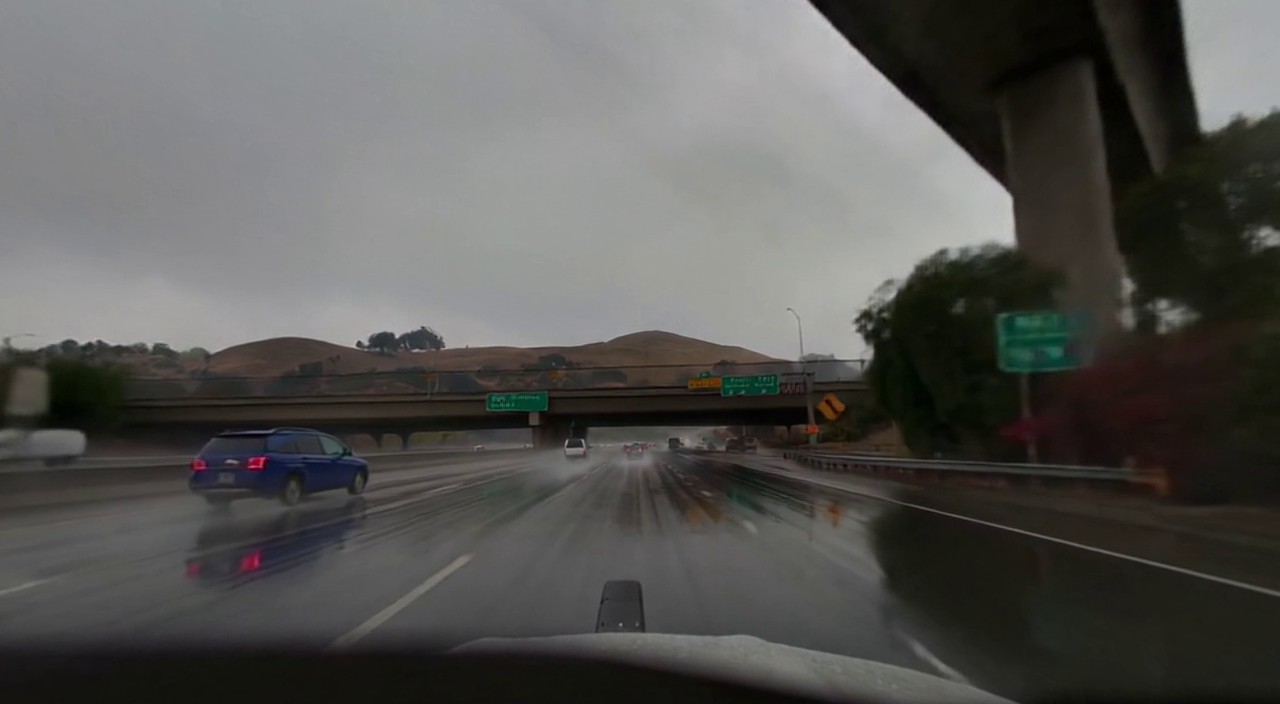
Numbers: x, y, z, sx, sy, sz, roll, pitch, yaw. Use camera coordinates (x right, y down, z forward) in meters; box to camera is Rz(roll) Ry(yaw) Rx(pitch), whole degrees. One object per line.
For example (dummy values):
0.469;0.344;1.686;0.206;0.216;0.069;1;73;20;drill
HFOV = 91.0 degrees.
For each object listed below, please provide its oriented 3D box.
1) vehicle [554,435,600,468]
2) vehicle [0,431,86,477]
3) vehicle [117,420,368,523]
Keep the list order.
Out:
-3.691;5.918;37.586;2.144;1.847;4.850;0;-8;1;vehicle
-30.084;4.801;29.779;2.289;2.053;5.948;0;-9;1;vehicle
-7.683;2.354;12.933;2.092;1.712;4.627;0;-9;0;vehicle
